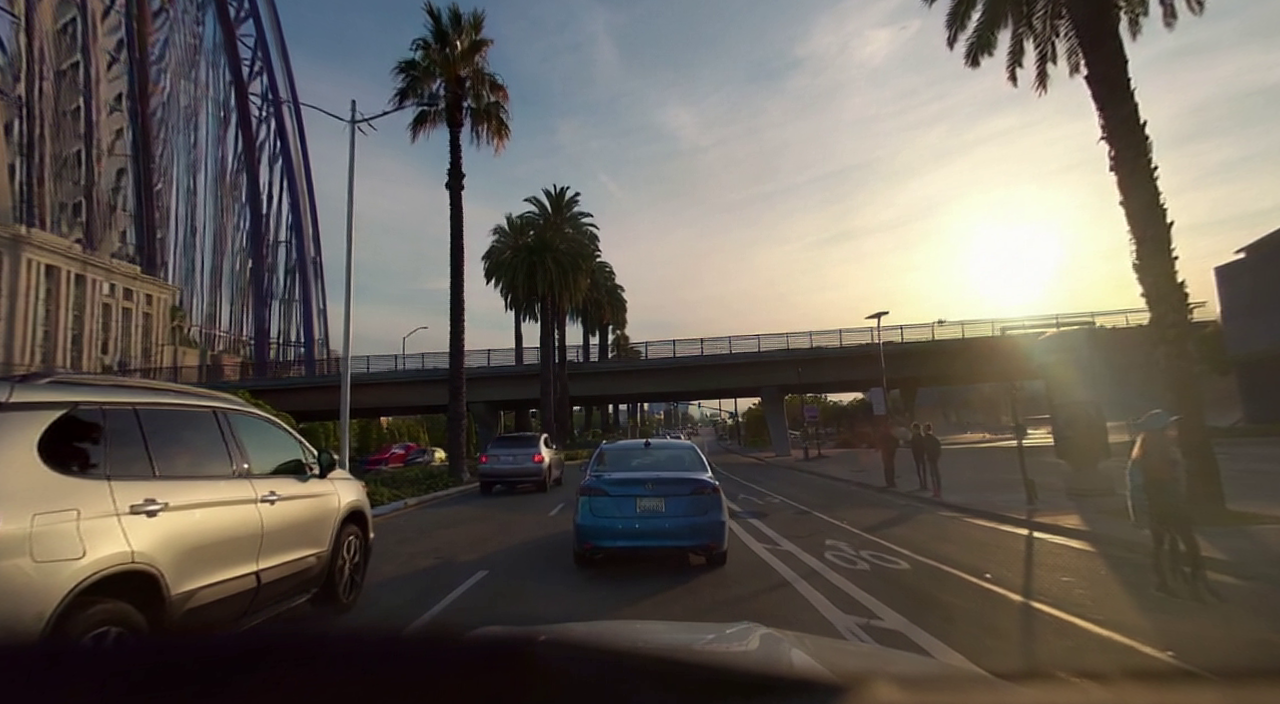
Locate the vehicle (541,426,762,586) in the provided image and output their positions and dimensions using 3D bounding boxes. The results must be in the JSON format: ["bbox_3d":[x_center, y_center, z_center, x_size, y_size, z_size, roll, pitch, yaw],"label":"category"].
[{"bbox_3d":[0.062,1.731,7.962,2.036,1.461,4.129,0,-8,-1],"label":"vehicle"}]

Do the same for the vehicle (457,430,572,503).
[{"bbox_3d":[-3.044,2.877,16.258,1.955,1.637,4.032,-1,-8,3],"label":"vehicle"}]

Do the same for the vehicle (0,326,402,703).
[{"bbox_3d":[-3.245,0.977,3.520,2.014,1.740,4.359,0,-8,2],"label":"vehicle"}]
